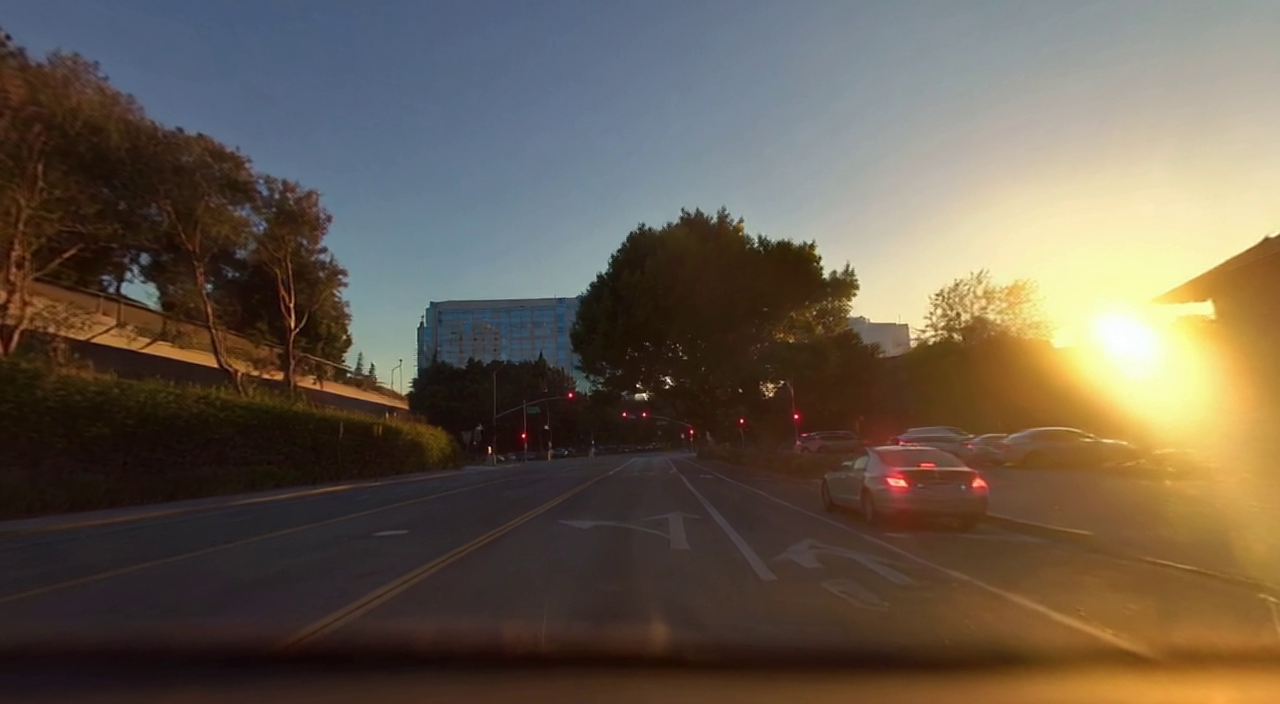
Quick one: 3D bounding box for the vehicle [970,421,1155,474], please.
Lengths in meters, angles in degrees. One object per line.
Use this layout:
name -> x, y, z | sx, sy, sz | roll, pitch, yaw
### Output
vehicle -> 12.735, 2.911, 19.234 | 4.227, 1.451, 1.874 | -1, -9, 3

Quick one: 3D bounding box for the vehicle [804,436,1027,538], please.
vehicle -> 4.582, 2.296, 11.472 | 2.006, 1.448, 4.671 | 0, -8, 1
